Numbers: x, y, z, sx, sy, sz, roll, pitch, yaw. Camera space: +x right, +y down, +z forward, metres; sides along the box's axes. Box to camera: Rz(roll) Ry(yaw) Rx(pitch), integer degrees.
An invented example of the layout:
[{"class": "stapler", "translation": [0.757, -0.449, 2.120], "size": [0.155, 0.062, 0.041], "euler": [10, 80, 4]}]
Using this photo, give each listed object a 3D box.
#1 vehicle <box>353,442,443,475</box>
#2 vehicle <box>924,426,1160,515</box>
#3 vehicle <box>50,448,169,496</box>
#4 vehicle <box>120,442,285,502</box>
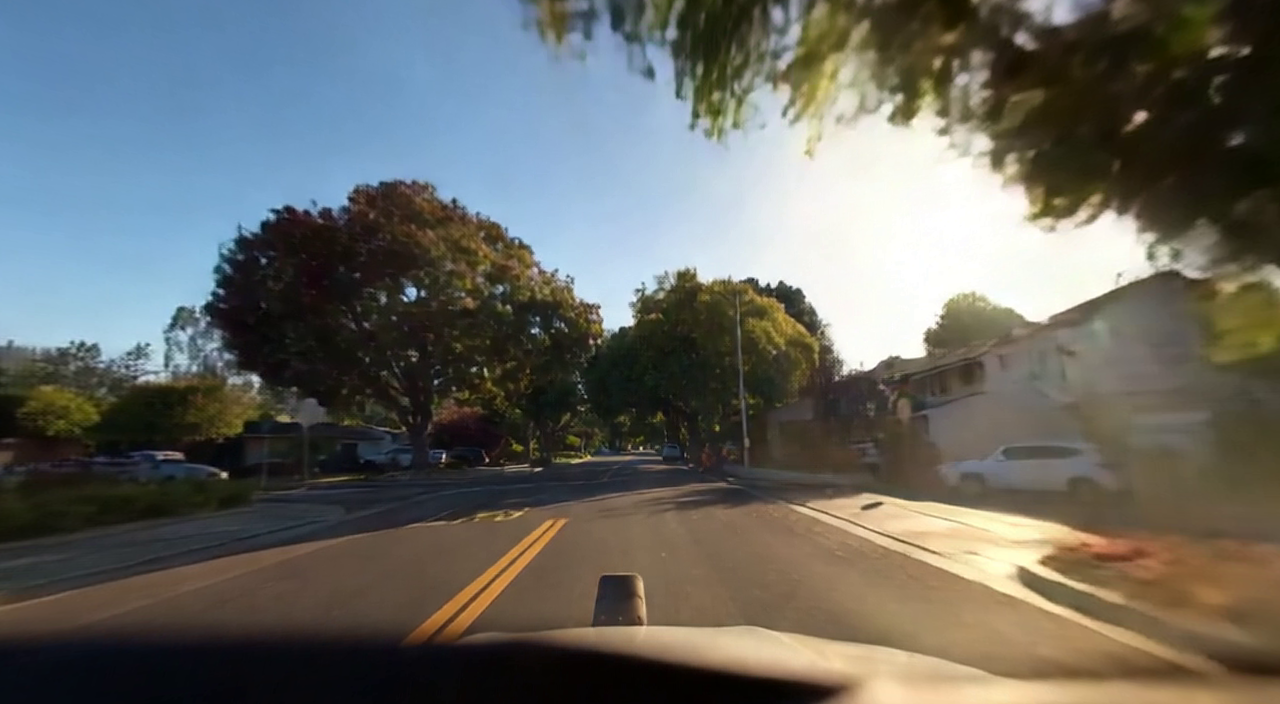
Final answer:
[{"class": "vehicle", "translation": [-14.728, 6.483, 38.736], "size": [2.066, 1.852, 4.782], "euler": [-6, -10, 34]}, {"class": "vehicle", "translation": [10.589, 3.217, 17.094], "size": [4.854, 1.771, 2.123], "euler": [-12, -12, 28]}, {"class": "vehicle", "translation": [-21.643, 4.846, 25.739], "size": [4.507, 1.774, 1.923], "euler": [-5, -9, 26]}, {"class": "vehicle", "translation": [-15.747, 4.206, 22.648], "size": [6.072, 1.882, 2.277], "euler": [-5, -9, 29]}]
